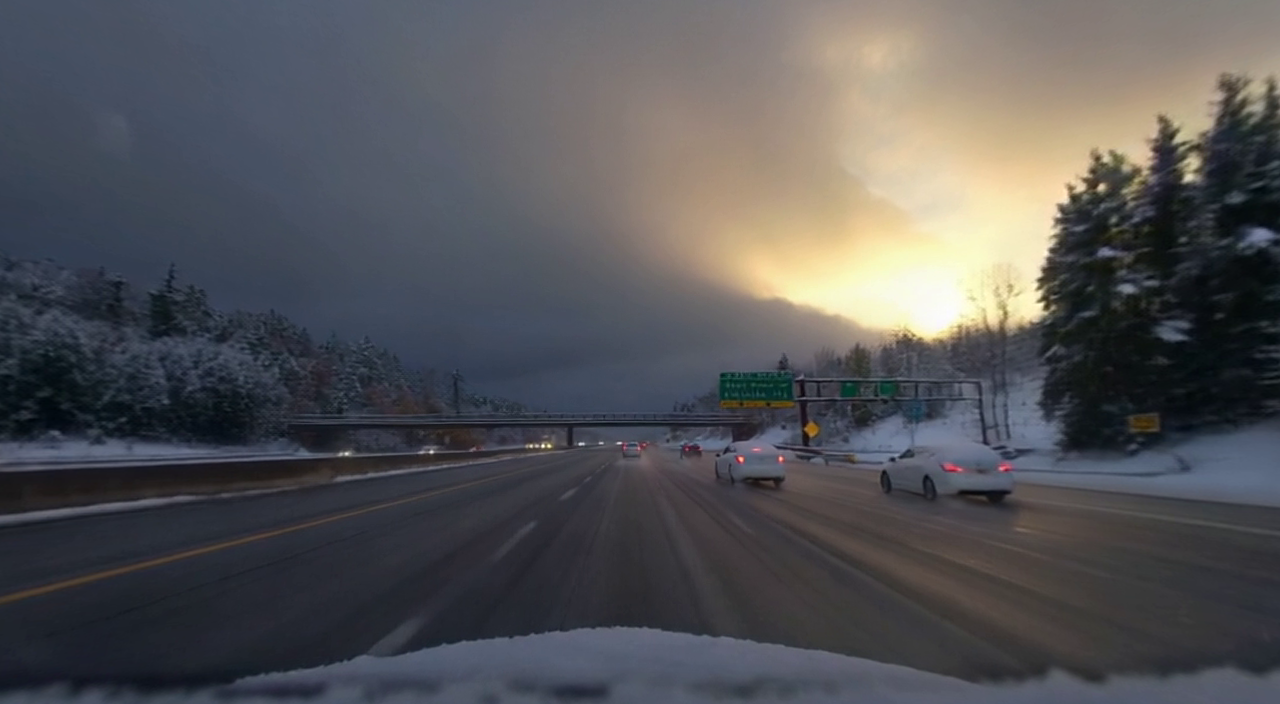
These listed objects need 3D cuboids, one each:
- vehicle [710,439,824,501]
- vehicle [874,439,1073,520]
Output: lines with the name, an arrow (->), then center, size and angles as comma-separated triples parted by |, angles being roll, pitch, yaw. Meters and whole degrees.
vehicle -> 3.295, 3.159, 17.396 | 2.076, 1.472, 4.562 | 0, -9, -1
vehicle -> 7.174, 2.755, 14.264 | 1.946, 1.497, 4.467 | 0, -9, -2
